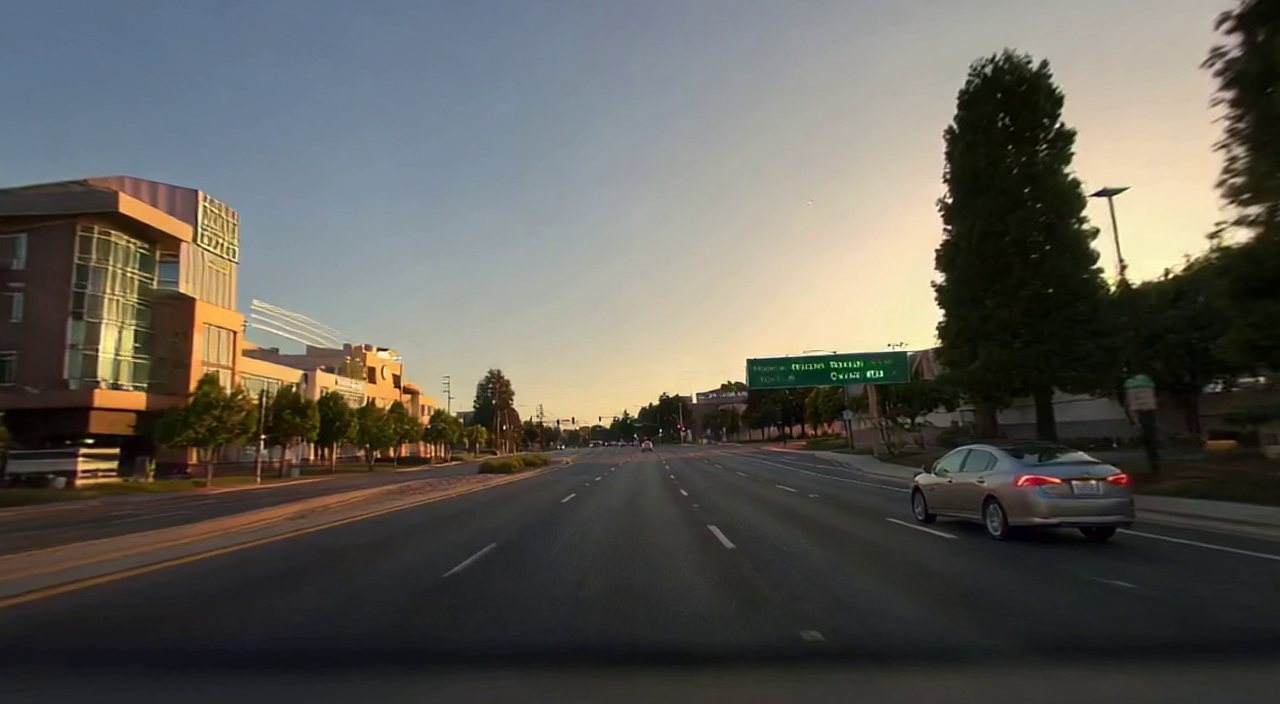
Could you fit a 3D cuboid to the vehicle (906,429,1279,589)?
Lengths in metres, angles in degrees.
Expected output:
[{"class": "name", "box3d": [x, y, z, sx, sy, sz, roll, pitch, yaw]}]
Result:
[{"class": "vehicle", "box3d": [5.497, 1.826, 8.291, 2.070, 1.491, 4.575, 0, -9, 1]}]
